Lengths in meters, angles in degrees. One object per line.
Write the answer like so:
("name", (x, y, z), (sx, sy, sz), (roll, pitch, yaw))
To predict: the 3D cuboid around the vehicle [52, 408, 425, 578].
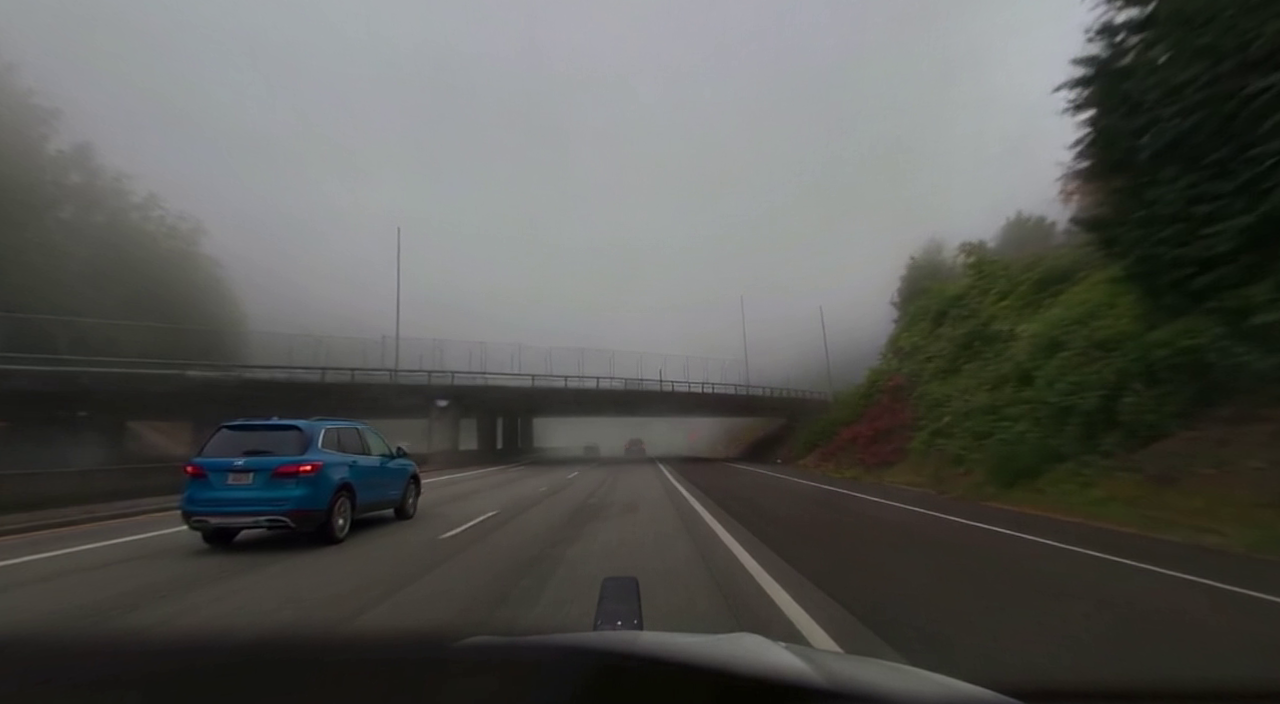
("vehicle", (-4.734, 1.703, 8.448), (2.125, 1.662, 4.336), (0, -8, 0))
